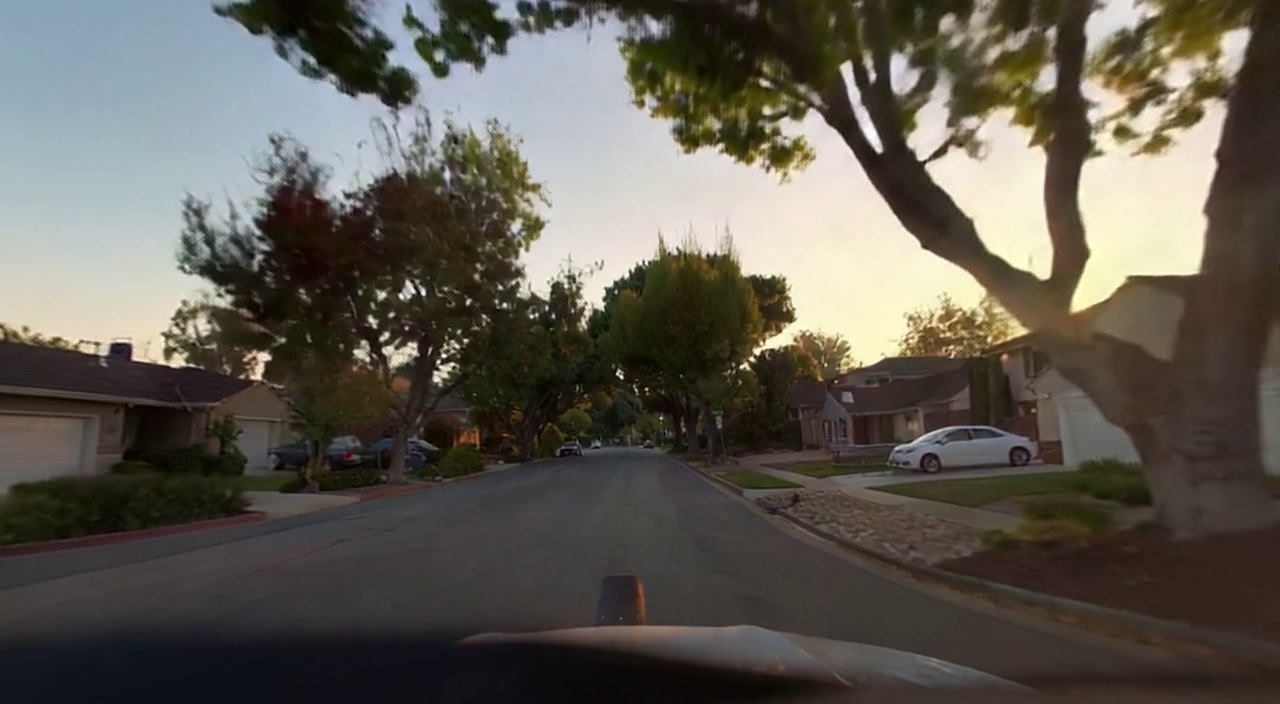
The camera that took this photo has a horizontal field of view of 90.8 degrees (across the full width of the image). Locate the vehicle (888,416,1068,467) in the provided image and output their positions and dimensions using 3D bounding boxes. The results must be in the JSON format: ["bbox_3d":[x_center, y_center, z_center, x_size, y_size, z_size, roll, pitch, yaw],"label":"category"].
[{"bbox_3d":[11.240,3.025,21.311,4.894,1.616,1.965,0,-8,2],"label":"vehicle"}]
